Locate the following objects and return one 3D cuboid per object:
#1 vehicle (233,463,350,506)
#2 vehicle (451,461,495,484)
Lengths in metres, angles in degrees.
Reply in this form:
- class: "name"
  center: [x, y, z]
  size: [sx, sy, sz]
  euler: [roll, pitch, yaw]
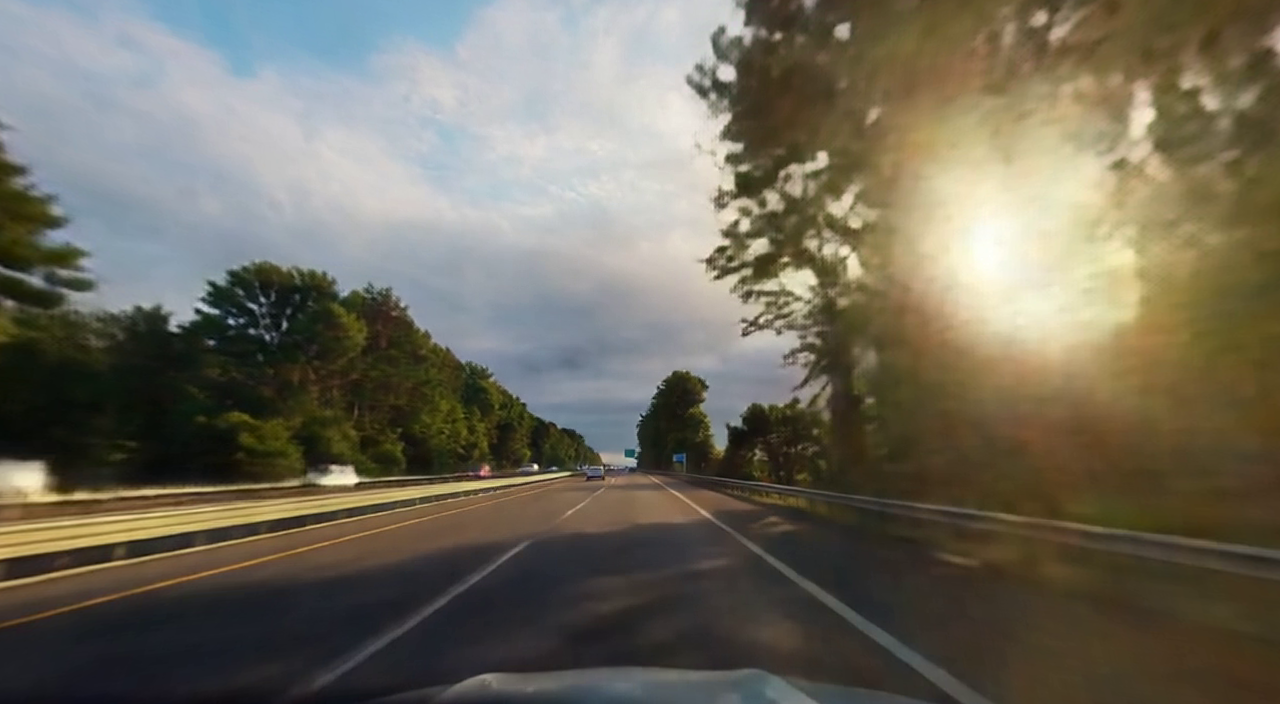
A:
- class: "vehicle"
  center: [-13.428, 5.126, 24.672]
  size: [1.944, 1.453, 4.544]
  euler: [1, -10, 0]
- class: "vehicle"
  center: [-12.860, 9.337, 48.789]
  size: [2.070, 1.611, 4.762]
  euler: [1, -11, 0]
